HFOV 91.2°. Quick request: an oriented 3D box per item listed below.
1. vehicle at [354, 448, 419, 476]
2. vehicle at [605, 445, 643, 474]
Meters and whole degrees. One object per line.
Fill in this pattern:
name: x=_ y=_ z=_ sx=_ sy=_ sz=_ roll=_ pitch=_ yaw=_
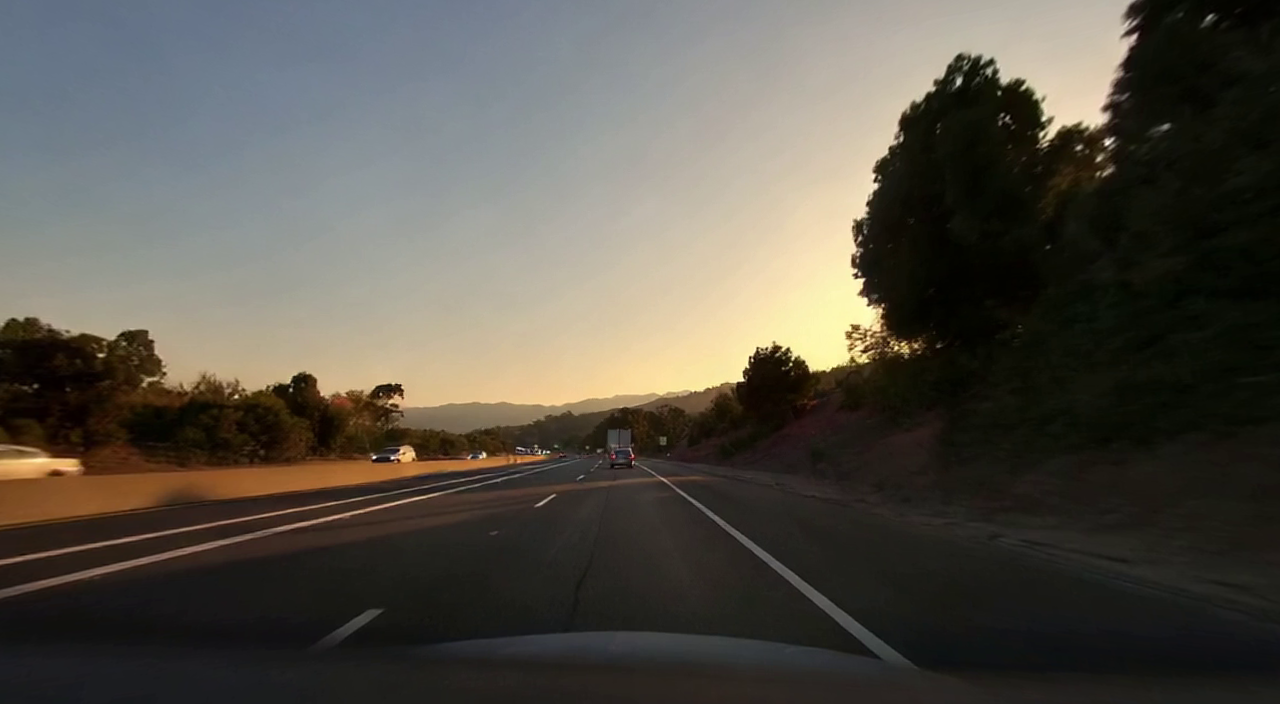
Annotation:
vehicle: x=-14.825 y=6.440 z=36.976 sx=1.869 sy=1.513 sz=4.740 roll=0 pitch=-9 yaw=0
vehicle: x=-0.973 y=6.641 z=38.894 sx=2.230 sy=1.715 sz=4.243 roll=0 pitch=-9 yaw=-1
